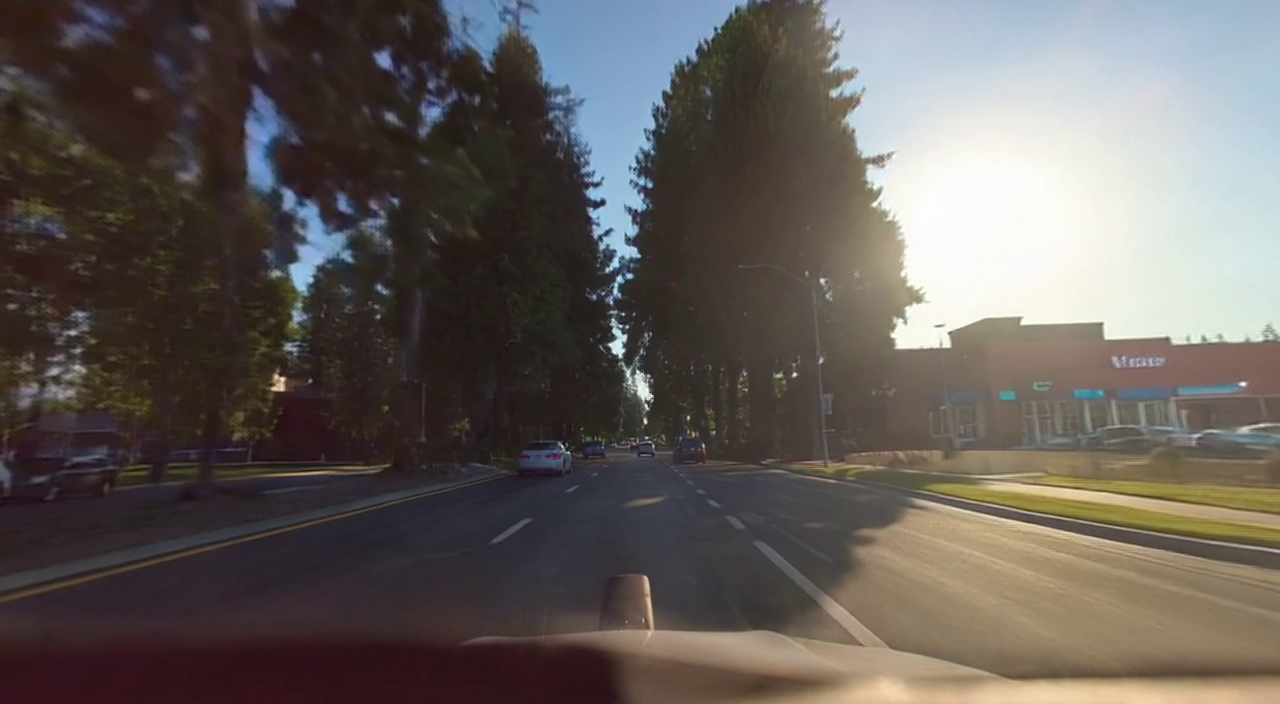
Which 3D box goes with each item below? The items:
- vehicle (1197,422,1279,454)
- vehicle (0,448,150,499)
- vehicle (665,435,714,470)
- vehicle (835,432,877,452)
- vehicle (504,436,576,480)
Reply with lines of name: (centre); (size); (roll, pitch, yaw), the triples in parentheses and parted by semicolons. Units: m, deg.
vehicle: (30.693, 4.237, 30.978); (1.914, 1.507, 4.550); (1, -8, -12)
vehicle: (-22.637, 4.811, 25.403); (1.958, 1.780, 4.479); (-1, -8, 3)
vehicle: (2.350, 4.876, 30.764); (1.922, 1.579, 3.642); (0, -8, -2)
vehicle: (16.021, 6.716, 46.986); (1.823, 1.413, 3.884); (0, -8, 2)
vehicle: (-3.666, 3.984, 24.009); (1.908, 1.481, 4.536); (0, -8, 1)
